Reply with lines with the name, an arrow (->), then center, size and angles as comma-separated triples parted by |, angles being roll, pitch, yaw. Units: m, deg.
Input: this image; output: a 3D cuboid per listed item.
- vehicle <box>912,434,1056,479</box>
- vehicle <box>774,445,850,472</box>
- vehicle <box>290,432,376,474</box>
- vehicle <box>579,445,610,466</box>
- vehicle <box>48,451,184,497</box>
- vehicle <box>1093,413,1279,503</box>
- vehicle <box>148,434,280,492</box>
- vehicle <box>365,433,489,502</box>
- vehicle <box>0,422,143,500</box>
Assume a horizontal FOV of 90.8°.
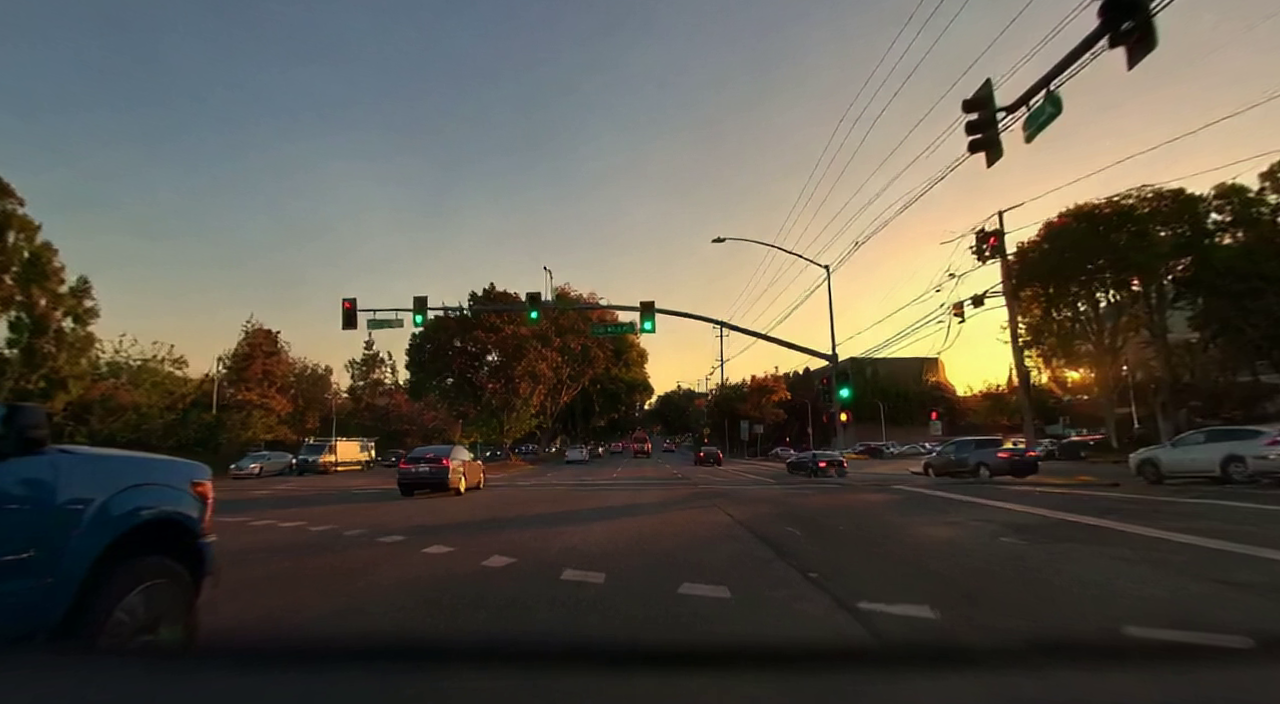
vehicle -> 14.616, 4.431, 26.937 | 5.106, 1.735, 2.150 | -6, -10, 33
vehicle -> 10.163, 6.307, 37.669 | 1.840, 1.428, 4.602 | 3, -9, -24
vehicle -> -21.181, 6.996, 44.054 | 2.326, 2.692, 7.259 | 0, -8, 0
vehicle -> -3.337, 7.657, 47.036 | 2.002, 1.494, 4.322 | 0, -8, -1
vehicle -> -20.916, 4.849, 25.501 | 1.860, 1.584, 4.283 | -3, -9, 0
vehicle -> 14.042, 2.511, 15.304 | 4.587, 1.806, 2.188 | -2, -10, -11
vehicle -> -17.596, 4.640, 26.504 | 2.065, 2.057, 4.987 | -4, -10, 0
vehicle -> -6.420, 3.520, 19.759 | 2.169, 1.865, 4.739 | 0, -8, 1
vehicle -> -24.456, 4.186, 24.483 | 3.073, 2.788, 9.004 | 0, -9, 0
